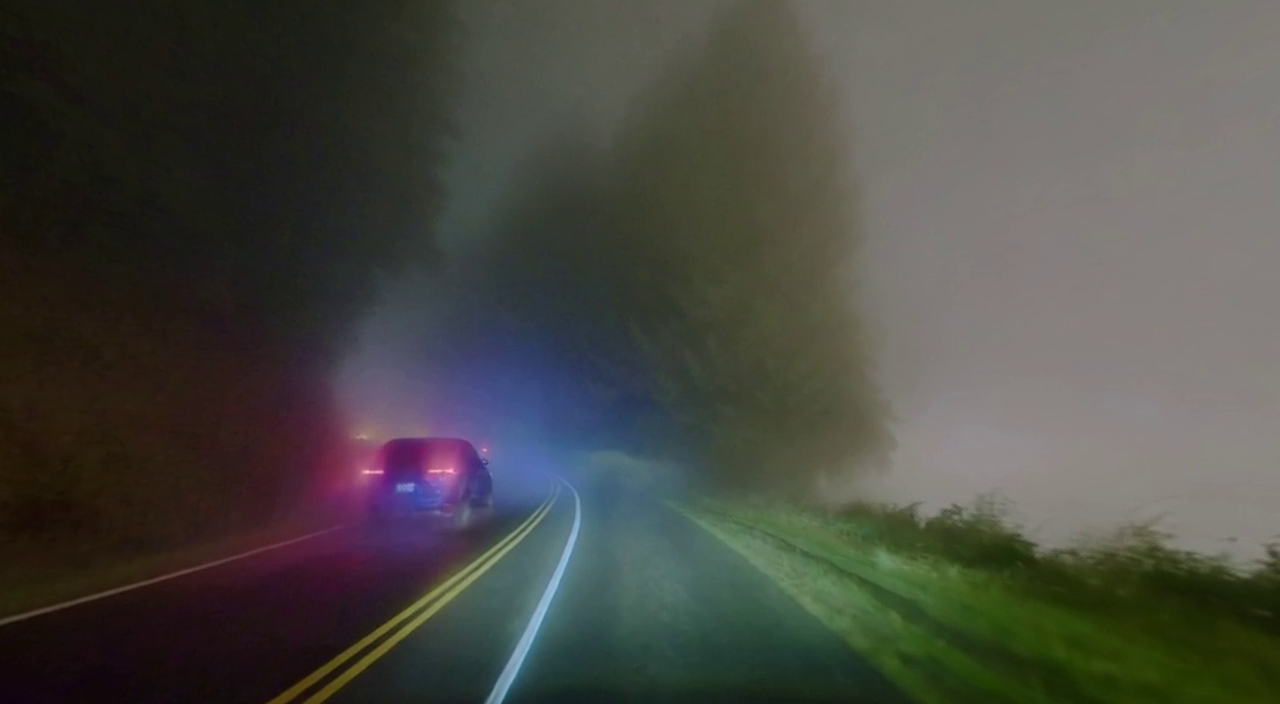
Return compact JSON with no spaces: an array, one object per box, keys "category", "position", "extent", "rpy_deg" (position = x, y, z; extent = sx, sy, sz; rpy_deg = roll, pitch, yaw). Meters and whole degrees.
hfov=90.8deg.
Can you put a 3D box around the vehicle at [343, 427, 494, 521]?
[{"category":"vehicle","position":[-5.015,2.806,15.184],"extent":[2.104,1.851,4.992],"rpy_deg":[0,-8,-4]}]

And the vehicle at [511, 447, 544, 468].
[{"category":"vehicle","position":[-8.339,7.866,47.205],"extent":[2.042,1.483,4.288],"rpy_deg":[0,-8,-5]}]
